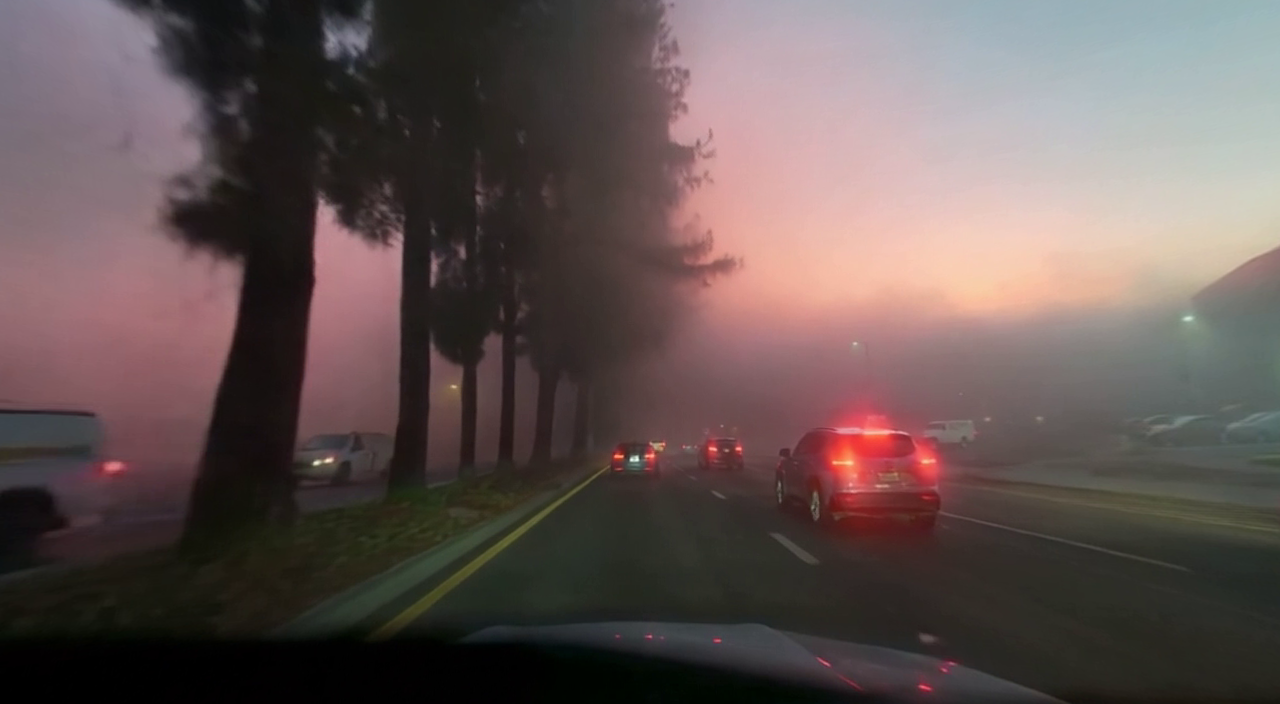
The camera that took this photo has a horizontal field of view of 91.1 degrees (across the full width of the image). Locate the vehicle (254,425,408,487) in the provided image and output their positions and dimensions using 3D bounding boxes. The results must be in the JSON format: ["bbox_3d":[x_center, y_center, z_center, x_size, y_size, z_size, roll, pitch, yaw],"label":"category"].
[{"bbox_3d":[-11.568,3.994,24.370,2.494,2.052,6.719,0,-9,1],"label":"vehicle"}]

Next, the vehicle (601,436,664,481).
[{"bbox_3d":[-0.231,3.904,23.198,2.111,1.506,4.018,0,-9,0],"label":"vehicle"}]

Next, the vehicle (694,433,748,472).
[{"bbox_3d":[3.845,4.883,30.564,1.982,1.709,4.427,0,-9,-1],"label":"vehicle"}]

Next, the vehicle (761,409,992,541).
[{"bbox_3d":[3.524,1.940,10.461,2.130,1.718,4.310,0,-9,0],"label":"vehicle"}]

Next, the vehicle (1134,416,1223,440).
[{"bbox_3d":[34.752,4.968,40.663,1.797,1.452,4.453,0,-9,0],"label":"vehicle"}]
